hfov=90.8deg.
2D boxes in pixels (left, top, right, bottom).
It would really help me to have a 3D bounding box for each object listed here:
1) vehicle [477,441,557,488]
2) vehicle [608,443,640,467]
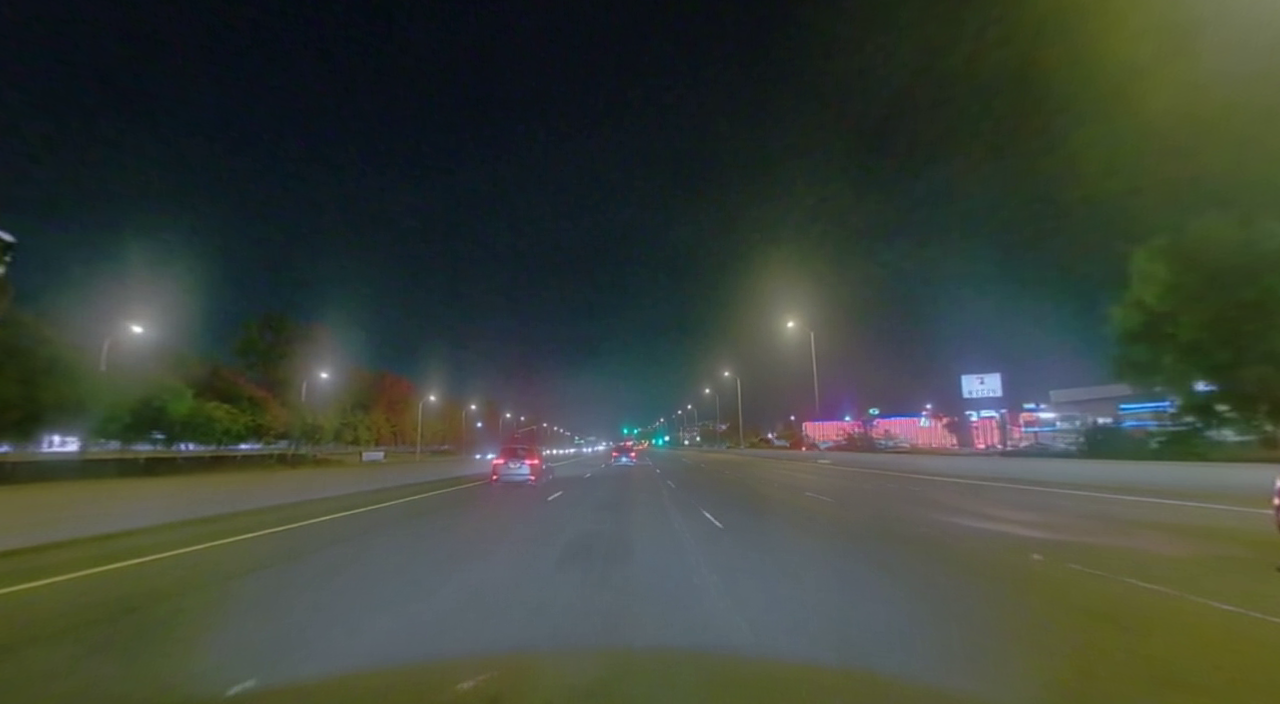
[{"bbox_3d":[-4.157,3.875,22.120,1.886,1.465,4.625,0,-9,0],"label":"vehicle"},{"bbox_3d":[-1.041,6.854,42.024,1.997,1.485,4.094,0,-8,-1],"label":"vehicle"}]
